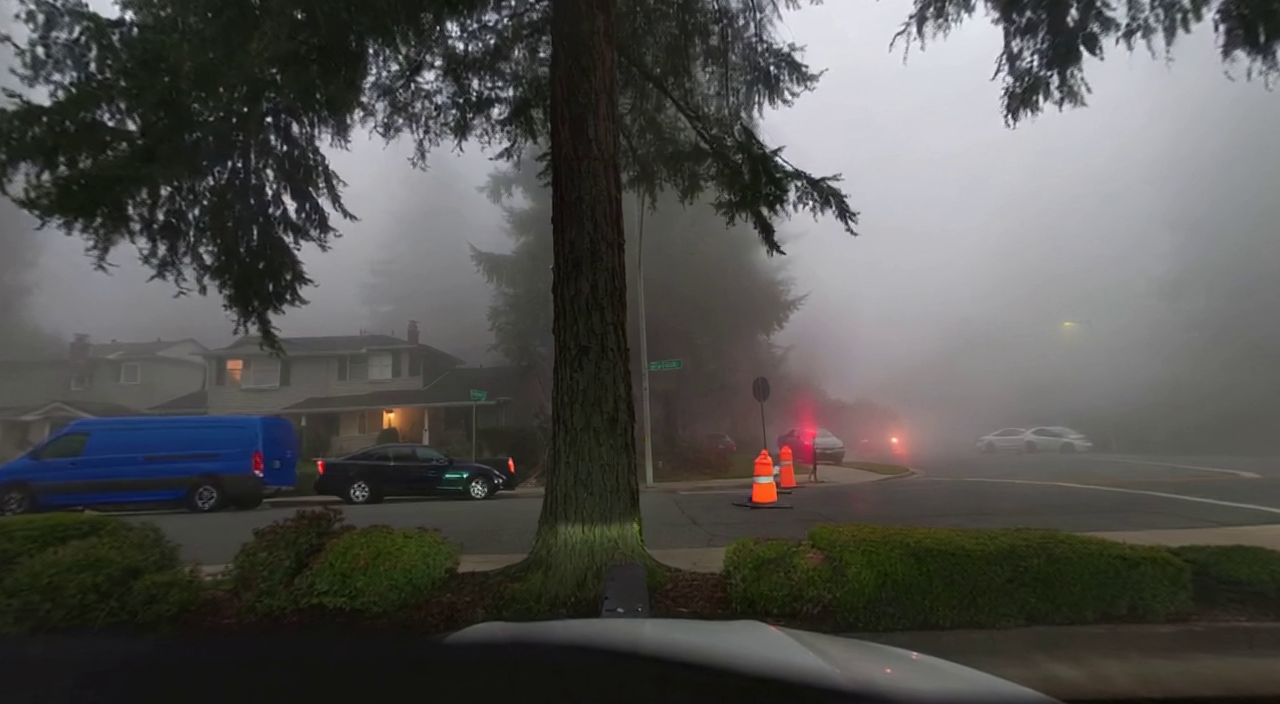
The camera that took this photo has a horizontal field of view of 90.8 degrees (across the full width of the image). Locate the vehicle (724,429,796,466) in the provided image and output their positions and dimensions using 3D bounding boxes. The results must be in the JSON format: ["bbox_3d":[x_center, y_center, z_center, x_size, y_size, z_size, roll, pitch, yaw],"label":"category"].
[{"bbox_3d":[5.347,4.339,28.698,2.007,1.555,4.204,1,-9,-7],"label":"vehicle"}]

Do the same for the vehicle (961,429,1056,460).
[{"bbox_3d":[24.286,6.083,41.692,4.984,1.912,2.132,1,-8,-6],"label":"vehicle"}]

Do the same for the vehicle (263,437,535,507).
[{"bbox_3d":[-6.499,3.367,18.084,6.643,1.777,2.925,1,-9,-4],"label":"vehicle"}]

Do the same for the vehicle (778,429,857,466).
[{"bbox_3d":[8.060,4.401,29.141,1.893,1.529,4.422,1,-9,-7],"label":"vehicle"}]

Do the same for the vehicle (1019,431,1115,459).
[{"bbox_3d":[22.779,4.992,33.773,3.863,1.453,1.826,1,-9,-5],"label":"vehicle"}]

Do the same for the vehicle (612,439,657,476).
[{"bbox_3d":[-0.293,4.672,28.152,1.648,1.430,3.654,4,-9,-4],"label":"vehicle"}]

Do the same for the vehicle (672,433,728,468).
[{"bbox_3d":[2.614,4.437,28.590,1.745,1.461,4.074,1,-9,-6],"label":"vehicle"}]

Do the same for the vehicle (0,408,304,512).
[{"bbox_3d":[-14.100,3.024,17.625,7.824,2.323,2.863,-3,-10,-2],"label":"vehicle"}]
